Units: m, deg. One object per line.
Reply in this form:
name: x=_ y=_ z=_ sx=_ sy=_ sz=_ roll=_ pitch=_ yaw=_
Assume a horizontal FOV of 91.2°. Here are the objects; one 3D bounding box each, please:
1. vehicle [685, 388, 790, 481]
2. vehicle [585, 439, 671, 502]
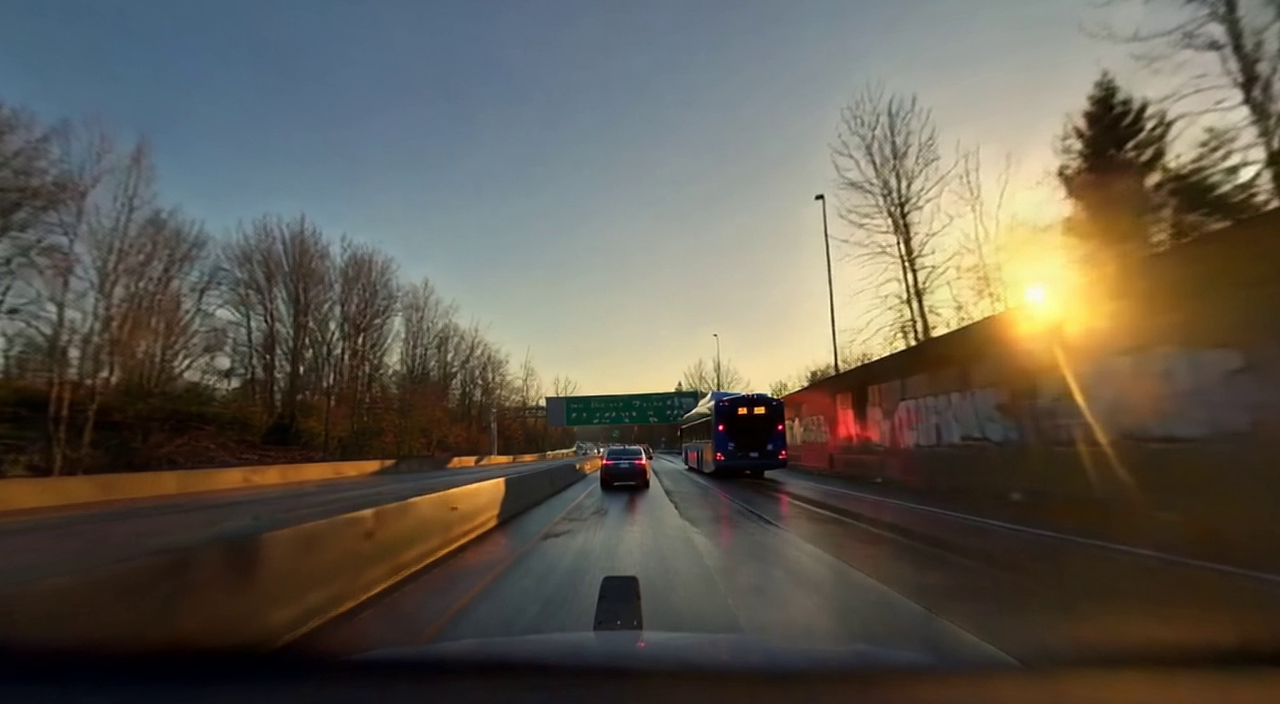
vehicle: x=4.123 y=4.065 z=29.898 sx=3.055 sy=3.479 sz=12.521 roll=-1 pitch=-9 yaw=0
vehicle: x=-0.284 y=3.297 z=17.789 sx=2.160 sy=1.532 sz=4.073 roll=-1 pitch=-9 yaw=1
